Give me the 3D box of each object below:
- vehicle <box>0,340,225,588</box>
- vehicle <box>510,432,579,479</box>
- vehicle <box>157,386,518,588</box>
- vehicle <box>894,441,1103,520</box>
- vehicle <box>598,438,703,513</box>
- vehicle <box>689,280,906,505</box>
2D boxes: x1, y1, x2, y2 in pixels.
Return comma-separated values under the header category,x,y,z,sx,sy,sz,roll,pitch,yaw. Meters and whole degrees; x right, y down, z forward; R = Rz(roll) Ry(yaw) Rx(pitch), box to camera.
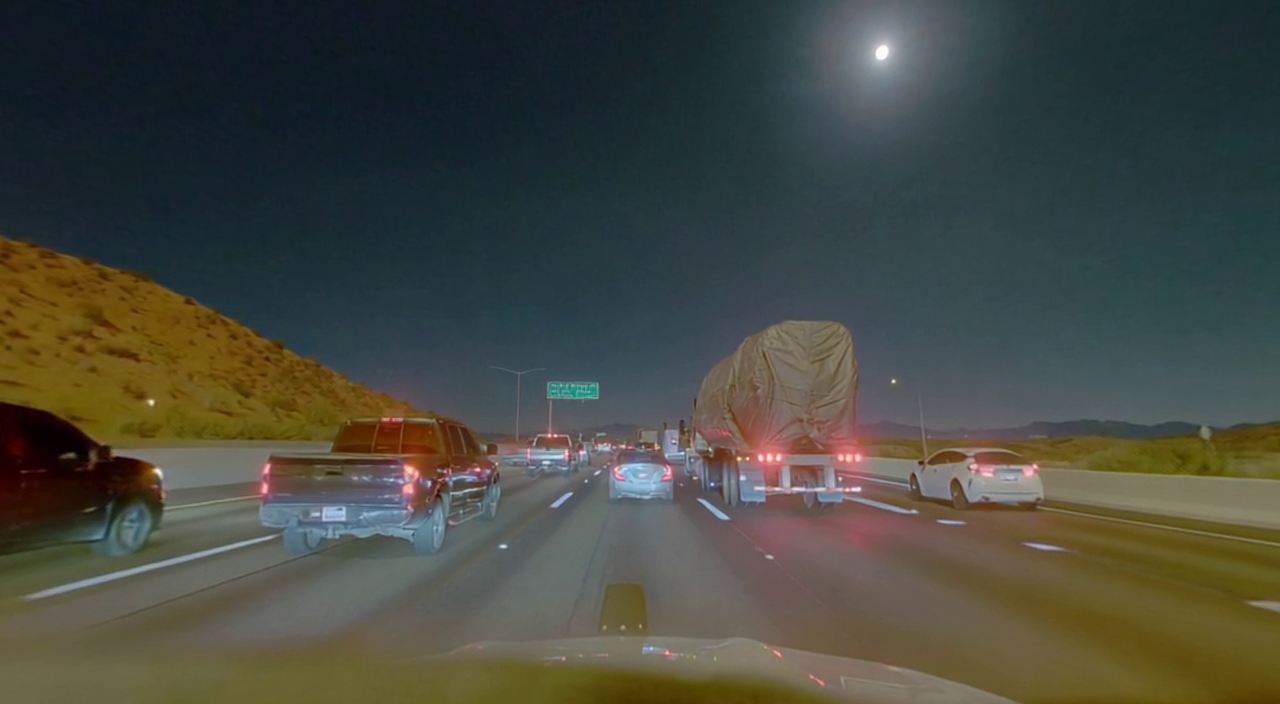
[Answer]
category,x,y,z,sx,sy,sz,roll,pitch,yaw
vehicle,-7.580,0.985,5.453,3.150,2.303,7.133,0,-8,0
vehicle,-3.957,4.406,27.104,2.348,1.821,5.061,0,-8,-2
vehicle,-3.379,1.660,8.712,2.318,1.902,5.374,0,-8,0
vehicle,7.744,2.775,14.225,2.092,1.495,4.194,0,-8,-3
vehicle,0.153,2.776,14.702,2.105,1.471,3.978,0,-8,-2
vehicle,3.256,1.490,16.912,2.759,4.098,10.906,0,-8,-1
